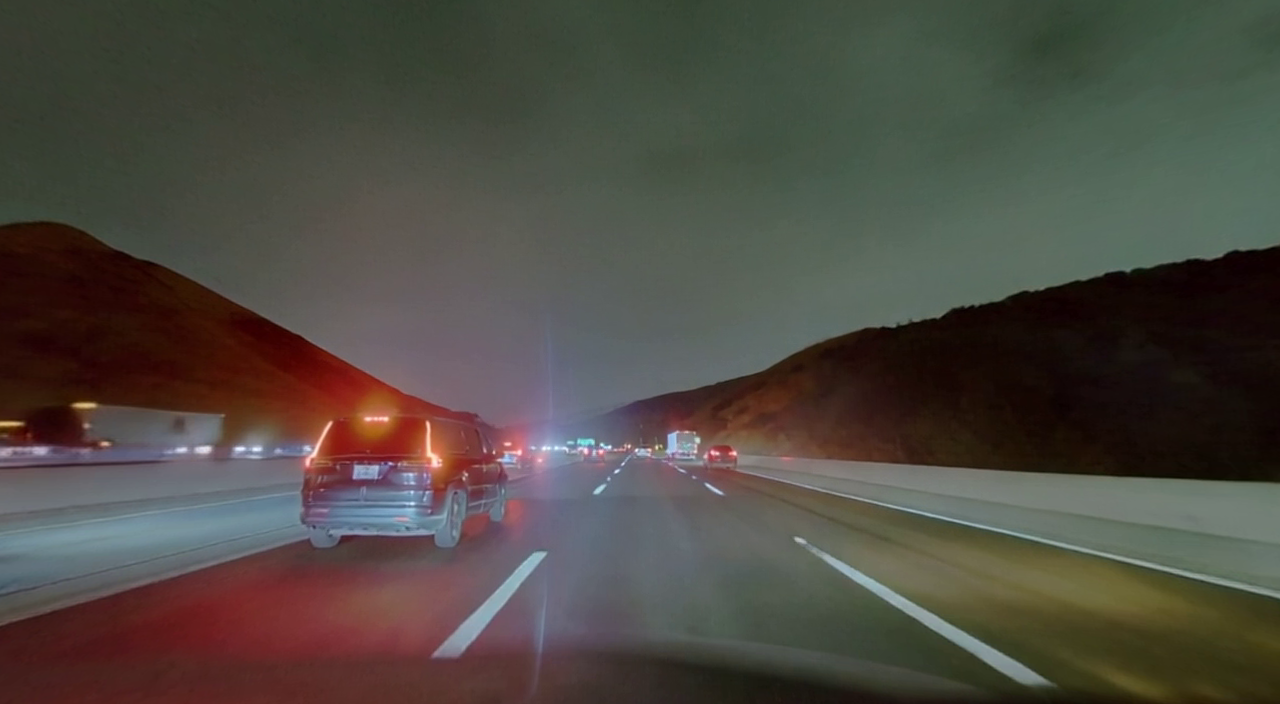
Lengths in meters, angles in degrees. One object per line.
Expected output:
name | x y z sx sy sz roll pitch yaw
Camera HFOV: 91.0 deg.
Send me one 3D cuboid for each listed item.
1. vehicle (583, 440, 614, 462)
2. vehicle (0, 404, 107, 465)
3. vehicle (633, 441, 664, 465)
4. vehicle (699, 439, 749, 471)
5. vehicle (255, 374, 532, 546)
vehicle | -3.154 7.615 48.577 2.138 1.581 4.340 0 -9 0
vehicle | -42.461 5.678 42.792 3.278 3.863 10.251 0 -9 1
vehicle | 0.560 6.785 42.437 2.014 1.543 3.804 0 -9 0
vehicle | 4.503 5.609 34.409 2.051 1.598 4.145 0 -9 -1
vehicle | -3.659 1.815 11.013 2.421 2.203 5.775 0 -9 1
